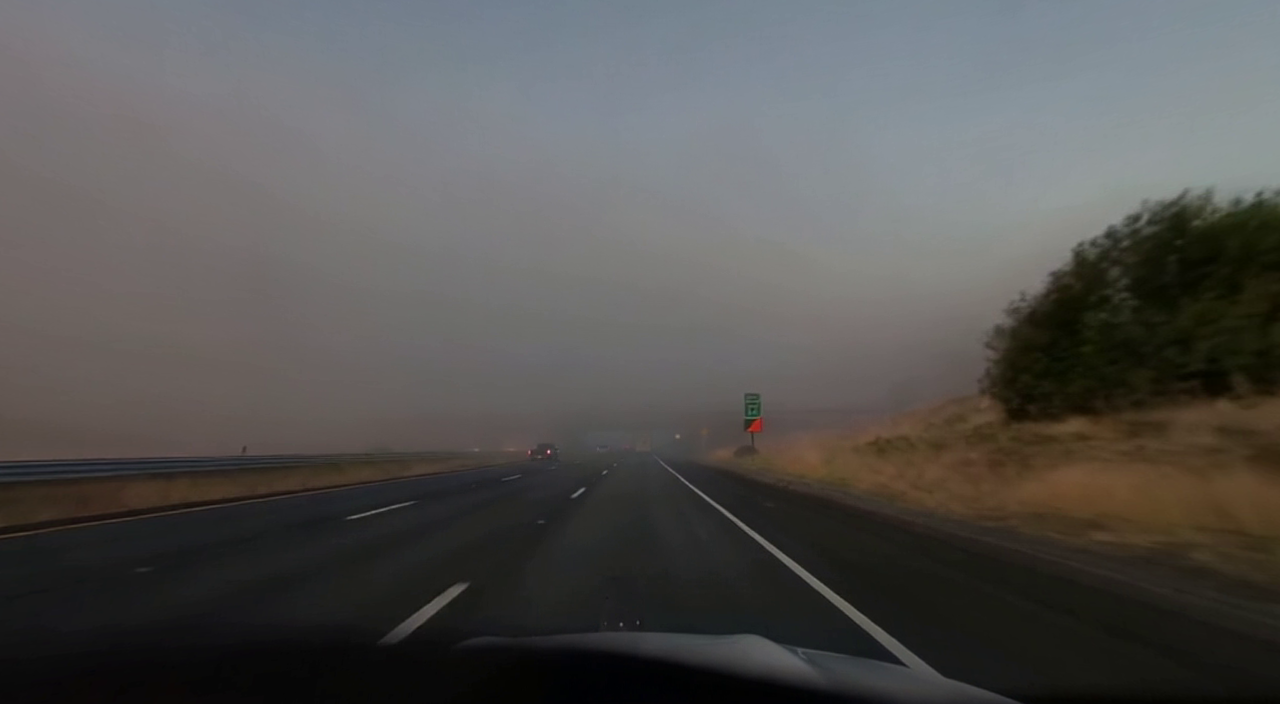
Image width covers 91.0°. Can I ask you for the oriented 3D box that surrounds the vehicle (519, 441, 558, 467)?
[{"bbox_3d":[-7.255,7.339,45.460,2.070,1.738,4.733,0,-9,0],"label":"vehicle"}]
